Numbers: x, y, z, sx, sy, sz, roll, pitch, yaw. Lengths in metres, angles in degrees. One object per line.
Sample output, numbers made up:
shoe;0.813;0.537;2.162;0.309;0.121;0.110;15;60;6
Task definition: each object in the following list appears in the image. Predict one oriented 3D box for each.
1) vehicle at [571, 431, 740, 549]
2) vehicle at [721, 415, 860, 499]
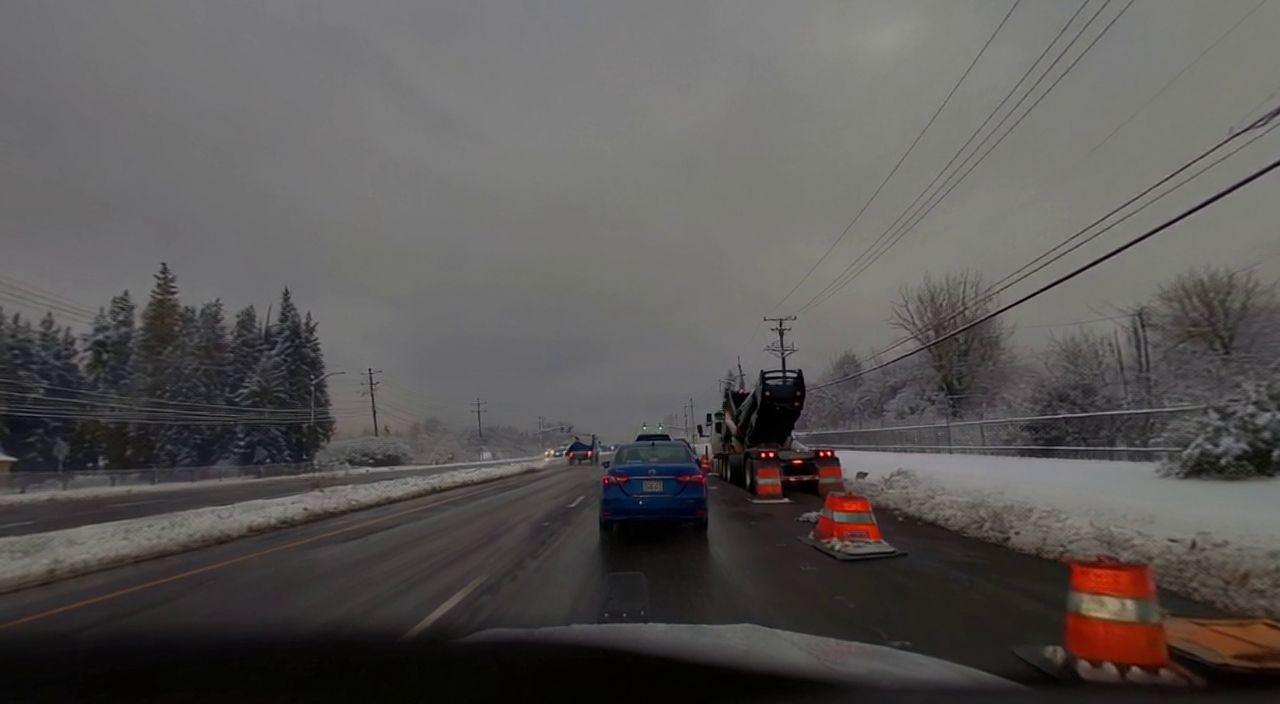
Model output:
vehicle;0.211;2.060;10.138;2.128;1.473;4.272;0;-8;0
vehicle;4.055;3.010;18.459;2.555;2.017;6.201;0;-8;0
